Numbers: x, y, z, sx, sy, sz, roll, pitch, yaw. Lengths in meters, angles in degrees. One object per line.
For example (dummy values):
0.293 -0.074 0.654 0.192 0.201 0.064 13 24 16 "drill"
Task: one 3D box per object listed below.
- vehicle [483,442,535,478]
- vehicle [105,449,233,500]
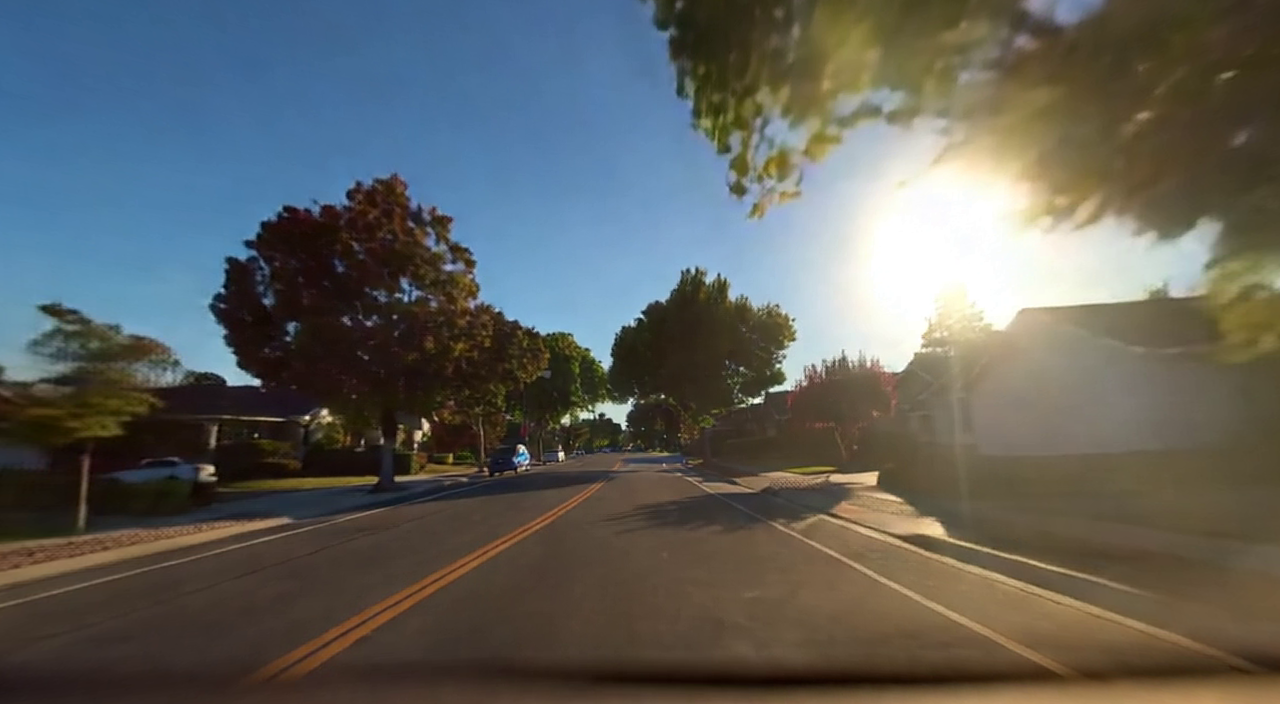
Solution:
-7.544 6.244 36.714 2.209 1.807 4.432 -3 -9 -2 "vehicle"
-19.079 4.944 25.892 1.961 1.772 4.253 -3 -9 0 "vehicle"
